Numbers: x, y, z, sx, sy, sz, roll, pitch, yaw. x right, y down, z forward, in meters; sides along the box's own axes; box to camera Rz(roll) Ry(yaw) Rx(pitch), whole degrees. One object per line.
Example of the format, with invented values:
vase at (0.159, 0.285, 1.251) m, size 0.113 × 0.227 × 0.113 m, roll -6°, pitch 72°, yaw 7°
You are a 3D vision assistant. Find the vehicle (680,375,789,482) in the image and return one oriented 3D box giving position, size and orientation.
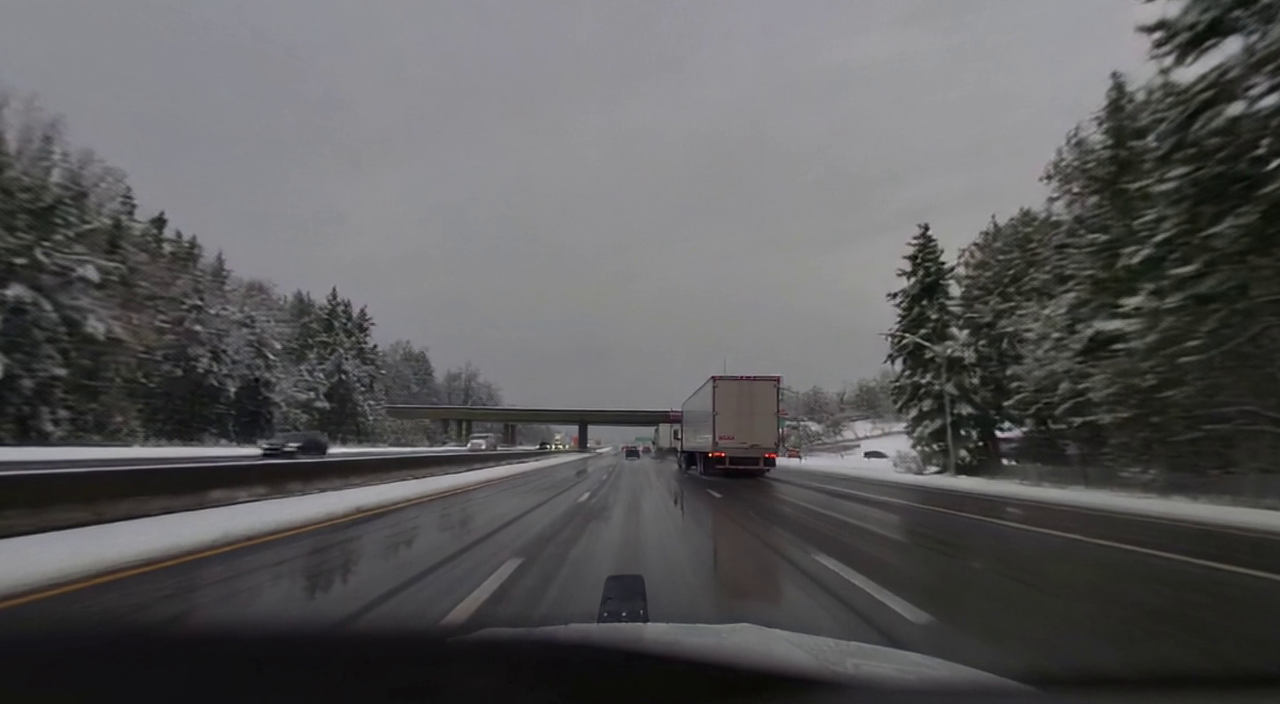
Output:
vehicle at (3.972, 3.885, 30.603) m, size 2.922 × 3.987 × 14.038 m, roll 0°, pitch -9°, yaw -1°

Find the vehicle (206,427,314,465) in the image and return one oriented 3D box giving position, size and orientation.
vehicle at (-16.088, 4.018, 26.994) m, size 1.842 × 1.493 × 4.429 m, roll 0°, pitch -9°, yaw 0°
